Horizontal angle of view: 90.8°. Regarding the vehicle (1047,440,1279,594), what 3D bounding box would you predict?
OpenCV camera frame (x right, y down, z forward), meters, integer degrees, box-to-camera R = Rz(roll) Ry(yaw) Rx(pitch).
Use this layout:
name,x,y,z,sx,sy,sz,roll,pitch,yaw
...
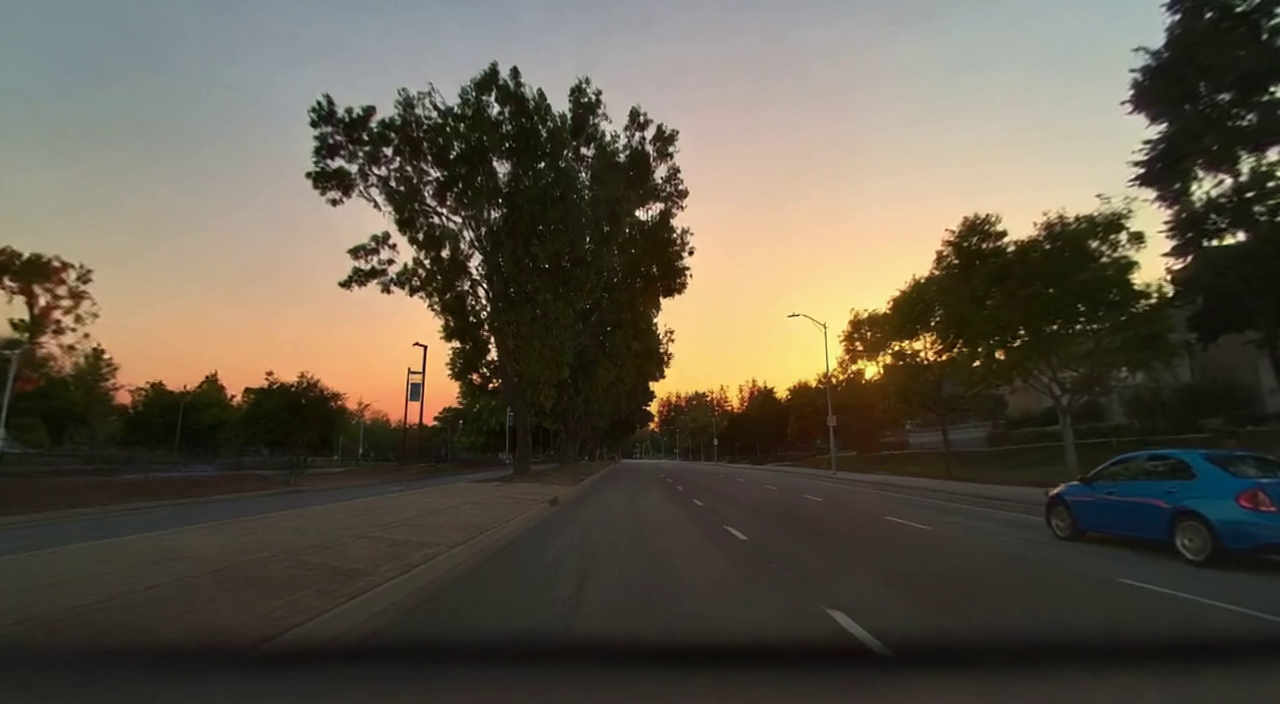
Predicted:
name,x,y,z,sx,sy,sz,roll,pitch,yaw
vehicle,7.250,1.910,8.029,1.797,1.518,3.433,0,-9,-1
